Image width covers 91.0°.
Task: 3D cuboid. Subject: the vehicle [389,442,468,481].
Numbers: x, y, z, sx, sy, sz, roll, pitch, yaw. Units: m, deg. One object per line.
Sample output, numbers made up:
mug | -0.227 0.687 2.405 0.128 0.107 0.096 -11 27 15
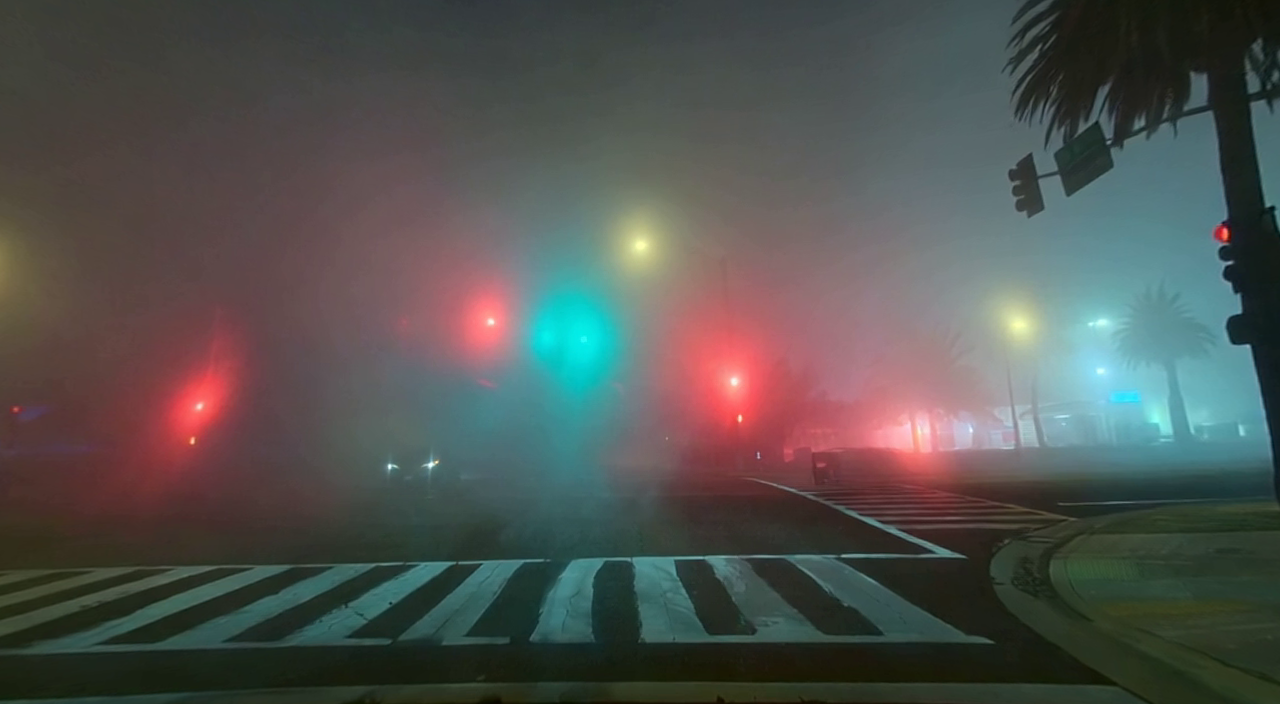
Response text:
vehicle | -10.741 5.593 32.373 2.270 1.833 4.860 0 -9 1
